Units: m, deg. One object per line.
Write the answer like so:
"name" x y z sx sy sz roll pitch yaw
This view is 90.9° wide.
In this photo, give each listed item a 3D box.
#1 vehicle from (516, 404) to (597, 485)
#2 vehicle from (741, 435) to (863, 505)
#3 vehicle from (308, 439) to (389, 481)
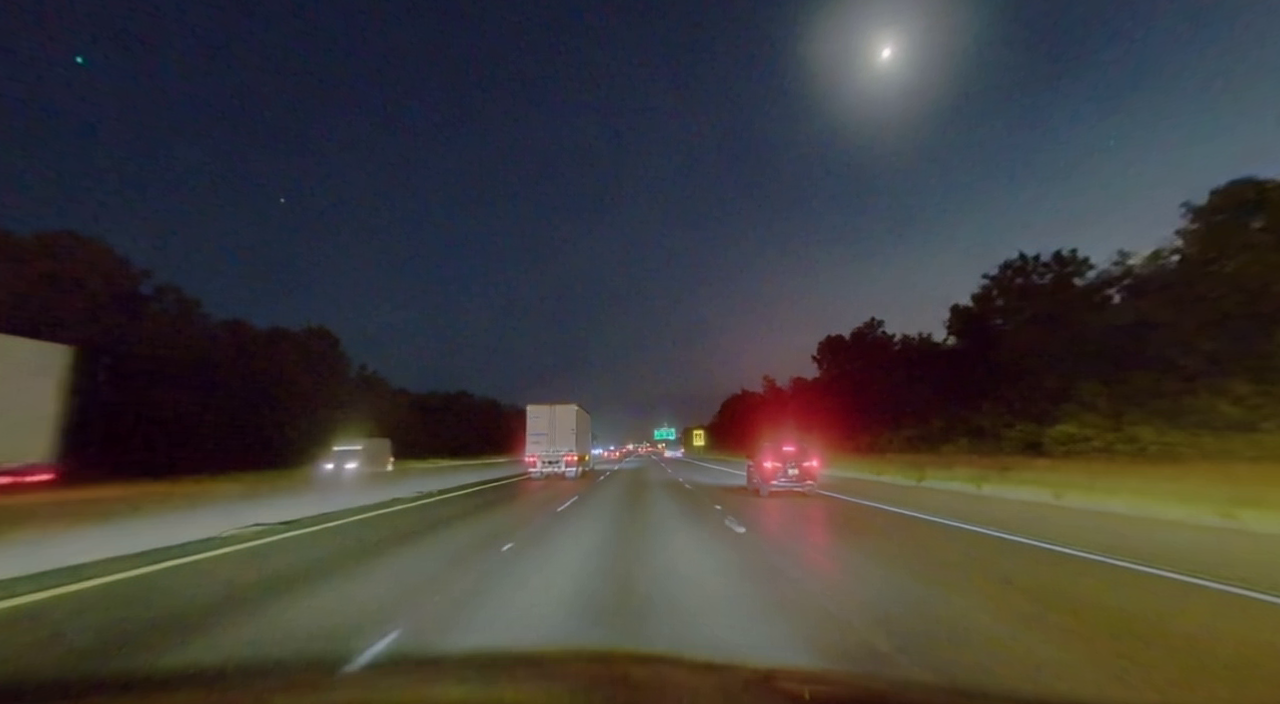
"vehicle" -3.569 4.200 28.564 2.667 3.195 6.731 0 -9 1
"vehicle" 3.973 2.983 16.259 1.983 1.545 4.038 0 -9 -1
"vehicle" -19.029 7.098 41.591 2.396 2.527 6.056 0 -9 0
